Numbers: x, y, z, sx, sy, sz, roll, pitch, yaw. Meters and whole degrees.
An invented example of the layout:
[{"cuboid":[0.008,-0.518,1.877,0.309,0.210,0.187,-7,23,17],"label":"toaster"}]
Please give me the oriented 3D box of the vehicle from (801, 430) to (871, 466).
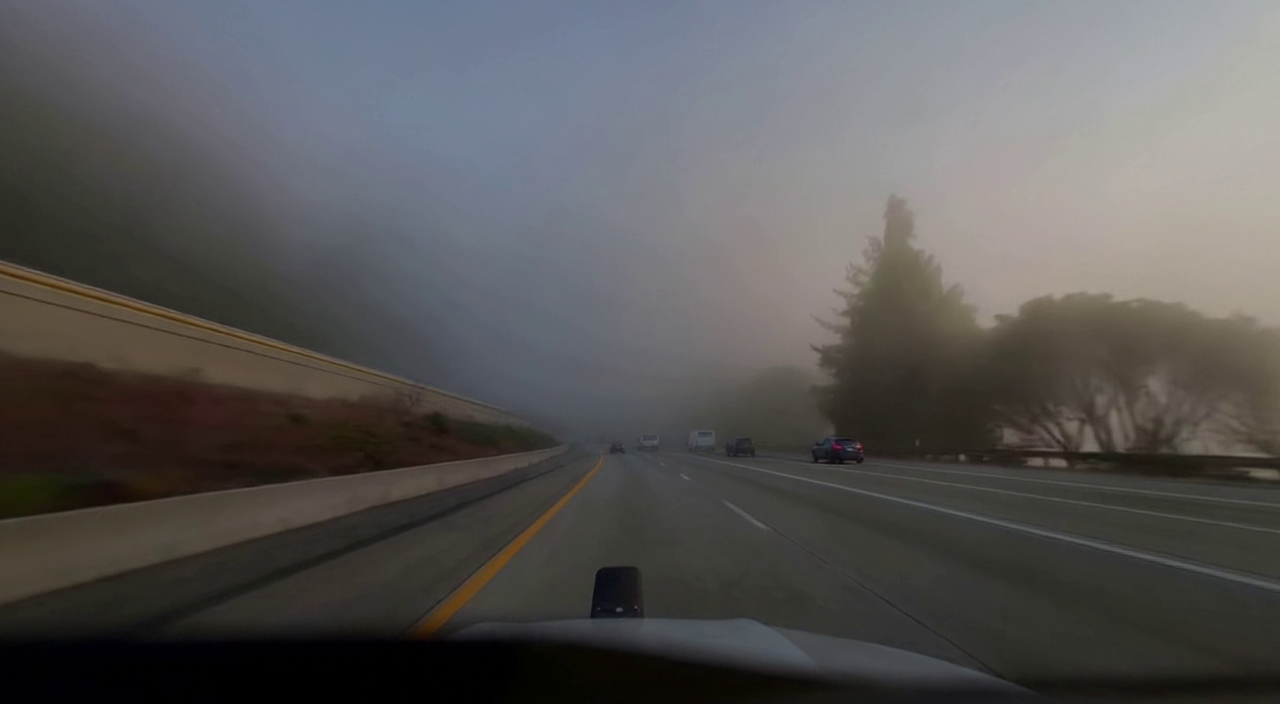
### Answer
[{"cuboid":[10.243,5.049,33.287,2.077,1.763,4.472,0,-8,-3],"label":"vehicle"}]
